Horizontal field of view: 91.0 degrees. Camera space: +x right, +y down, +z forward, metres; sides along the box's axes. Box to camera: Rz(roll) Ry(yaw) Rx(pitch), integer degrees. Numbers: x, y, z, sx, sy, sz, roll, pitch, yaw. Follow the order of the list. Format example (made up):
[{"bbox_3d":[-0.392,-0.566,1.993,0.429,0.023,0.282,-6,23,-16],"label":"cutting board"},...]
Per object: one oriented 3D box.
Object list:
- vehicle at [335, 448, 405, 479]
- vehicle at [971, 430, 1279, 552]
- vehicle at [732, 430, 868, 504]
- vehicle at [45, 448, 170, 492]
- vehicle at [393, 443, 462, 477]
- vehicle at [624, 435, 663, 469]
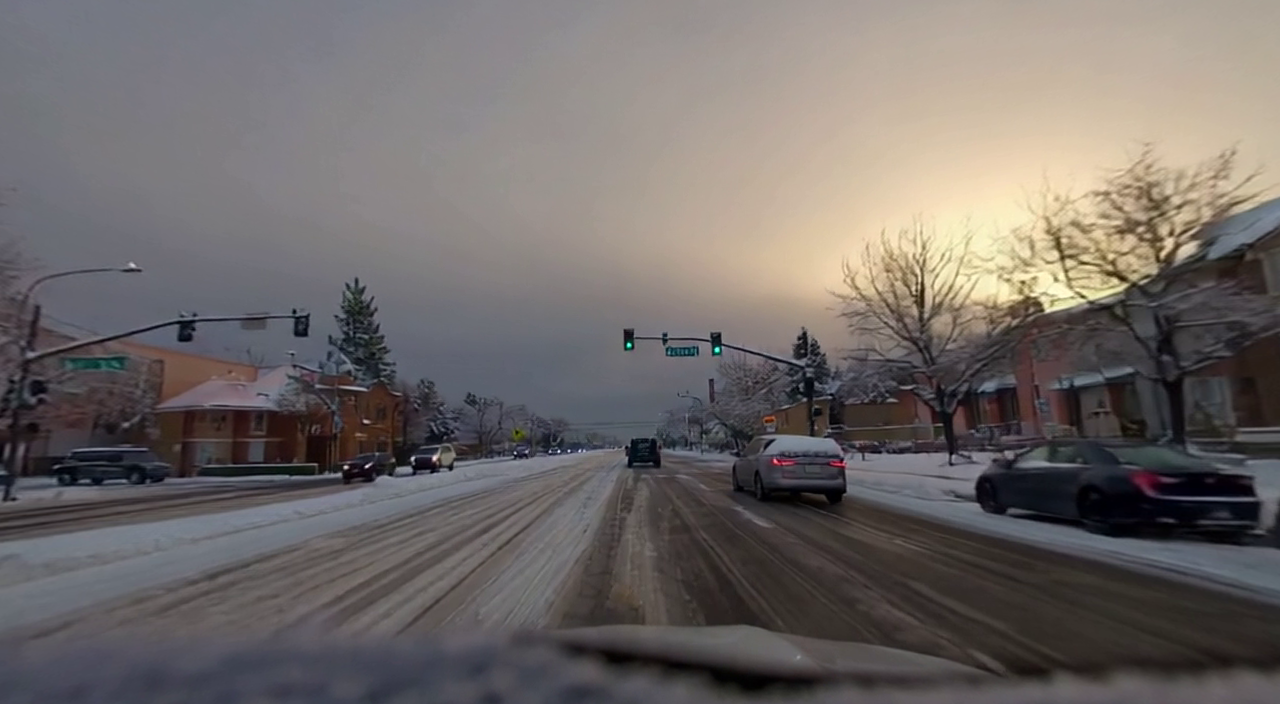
[{"bbox_3d":[-15.825,6.538,37.207,2.028,1.680,4.415,0,-9,2],"label":"vehicle"},{"bbox_3d":[7.152,2.019,9.806,1.852,1.494,3.850,0,-9,0],"label":"vehicle"},{"bbox_3d":[3.693,2.756,15.498,2.178,1.546,4.311,0,-8,0],"label":"vehicle"},{"bbox_3d":[-35.235,7.762,41.807,5.947,2.769,2.763,-1,-9,6],"label":"vehicle"},{"bbox_3d":[-11.933,6.060,35.700,2.092,1.790,4.960,0,-9,1],"label":"vehicle"},{"bbox_3d":[0.167,6.005,37.985,2.239,1.856,4.815,0,-8,-1],"label":"vehicle"}]
